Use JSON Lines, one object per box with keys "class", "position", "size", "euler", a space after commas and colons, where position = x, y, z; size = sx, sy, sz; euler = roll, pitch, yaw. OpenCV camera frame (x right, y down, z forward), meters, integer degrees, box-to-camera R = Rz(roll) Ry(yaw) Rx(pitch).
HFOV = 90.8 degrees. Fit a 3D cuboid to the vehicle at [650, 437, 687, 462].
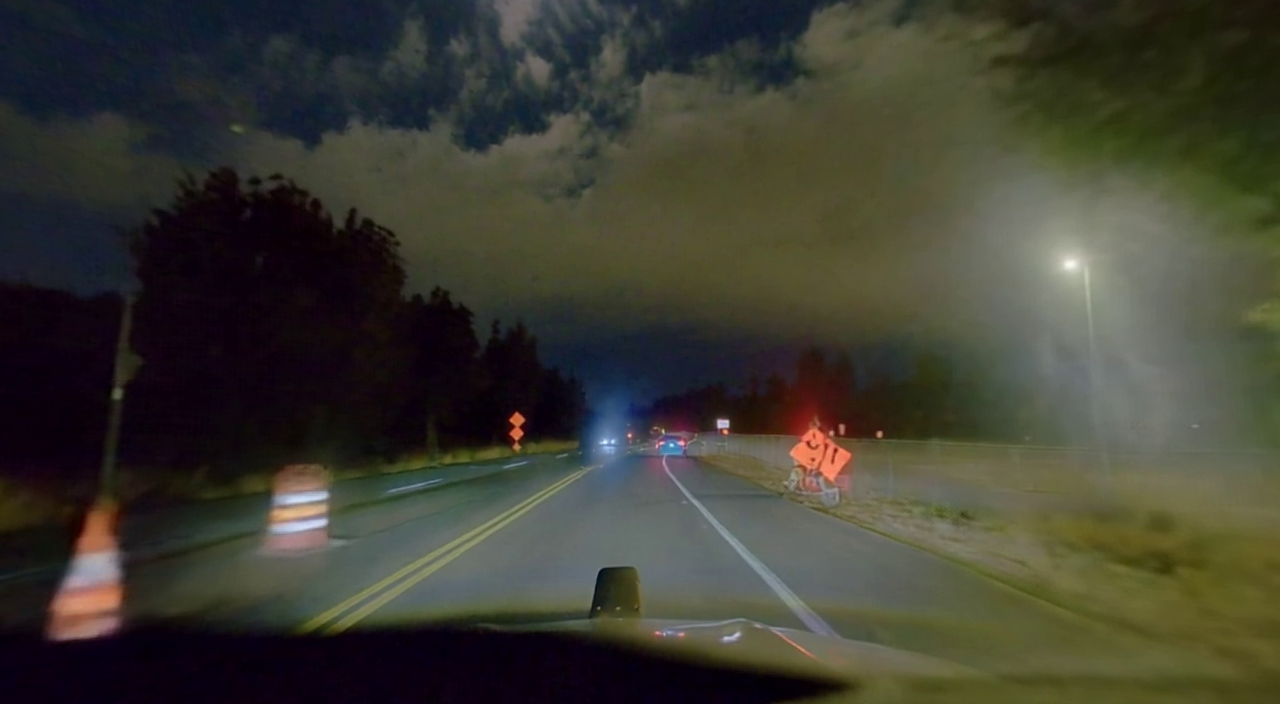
{"class": "vehicle", "position": [1.818, 6.134, 39.908], "size": [2.172, 1.486, 3.581], "euler": [0, -9, 3]}
